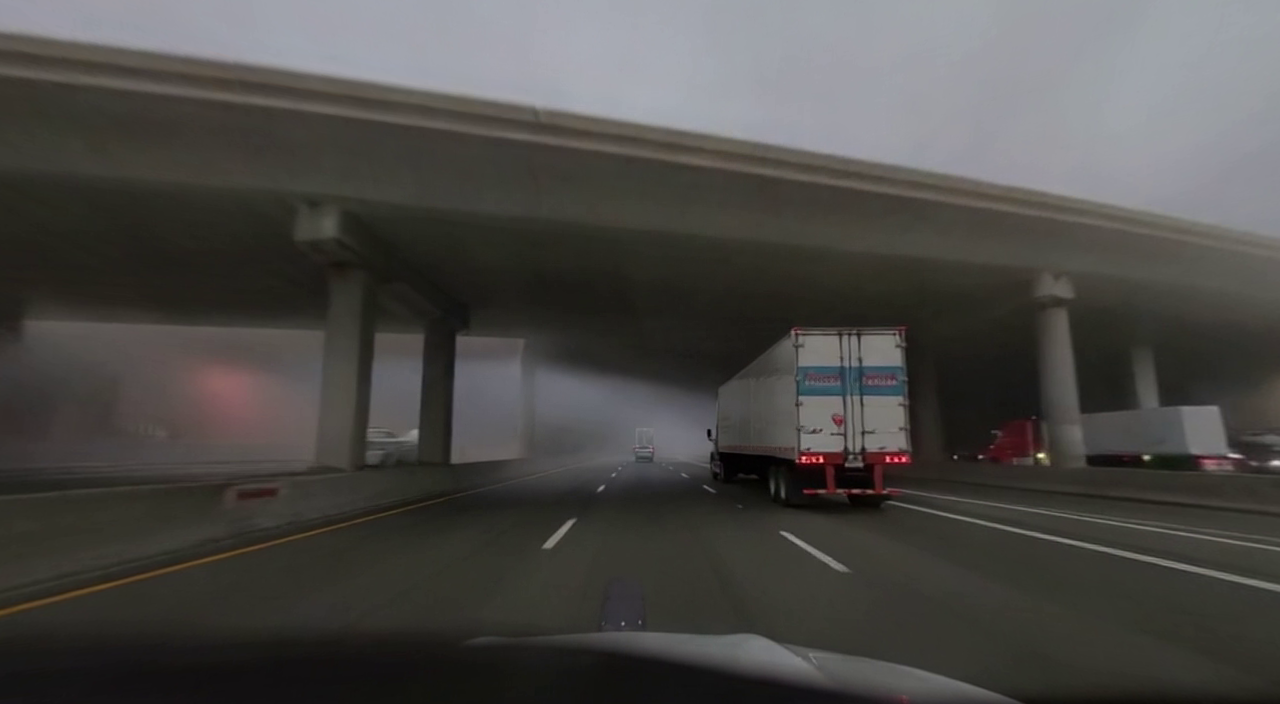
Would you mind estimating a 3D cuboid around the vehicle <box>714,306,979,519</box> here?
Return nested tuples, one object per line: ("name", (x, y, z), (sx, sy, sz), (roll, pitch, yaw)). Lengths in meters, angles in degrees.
("vehicle", (4.666, 2.168, 18.984), (2.881, 3.995, 14.382), (0, -9, -1))

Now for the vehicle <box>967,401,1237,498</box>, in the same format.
("vehicle", (22.673, 5.064, 33.114), (2.853, 3.921, 14.754), (0, -9, -1))
